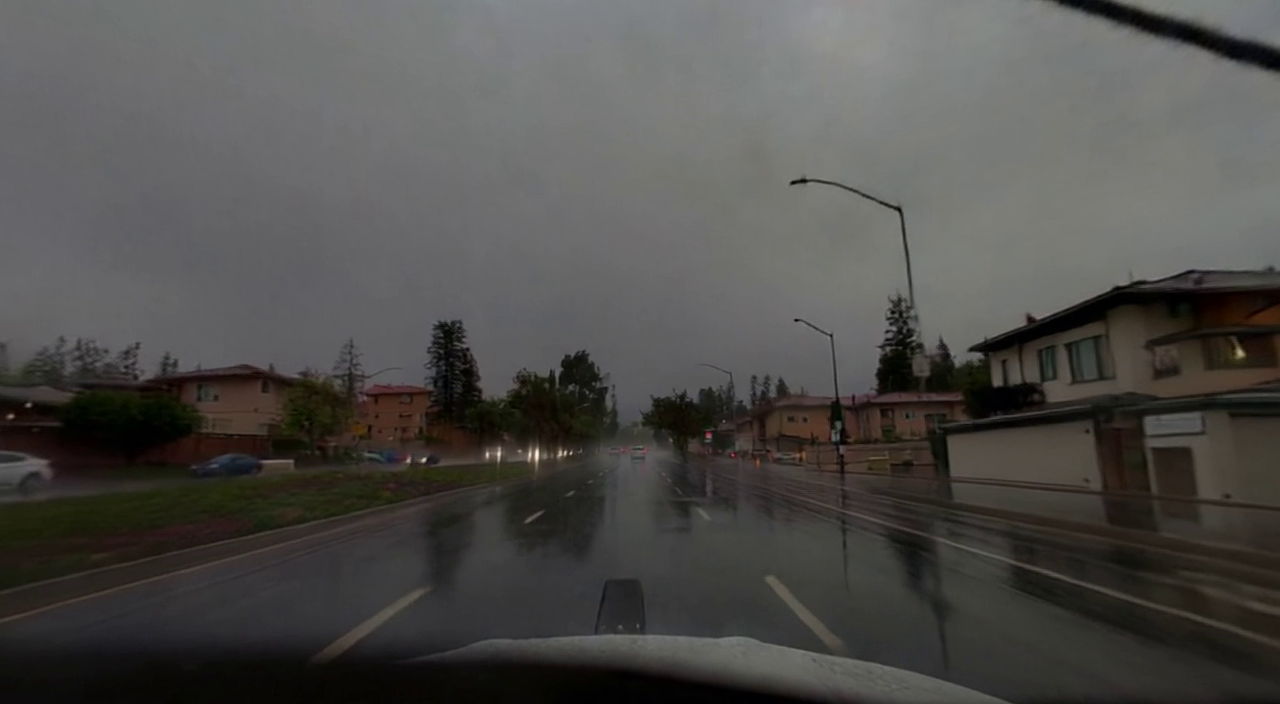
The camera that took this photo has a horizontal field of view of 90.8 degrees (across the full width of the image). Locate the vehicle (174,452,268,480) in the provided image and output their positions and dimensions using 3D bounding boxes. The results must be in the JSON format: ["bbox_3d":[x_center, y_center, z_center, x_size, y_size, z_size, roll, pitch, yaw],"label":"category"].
[{"bbox_3d":[-24.688,6.719,37.487,1.916,1.524,4.993,-1,-9,3],"label":"vehicle"}]

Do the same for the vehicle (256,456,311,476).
[{"bbox_3d":[-24.947,7.960,44.374,1.637,1.298,3.878,0,-9,0],"label":"vehicle"}]
